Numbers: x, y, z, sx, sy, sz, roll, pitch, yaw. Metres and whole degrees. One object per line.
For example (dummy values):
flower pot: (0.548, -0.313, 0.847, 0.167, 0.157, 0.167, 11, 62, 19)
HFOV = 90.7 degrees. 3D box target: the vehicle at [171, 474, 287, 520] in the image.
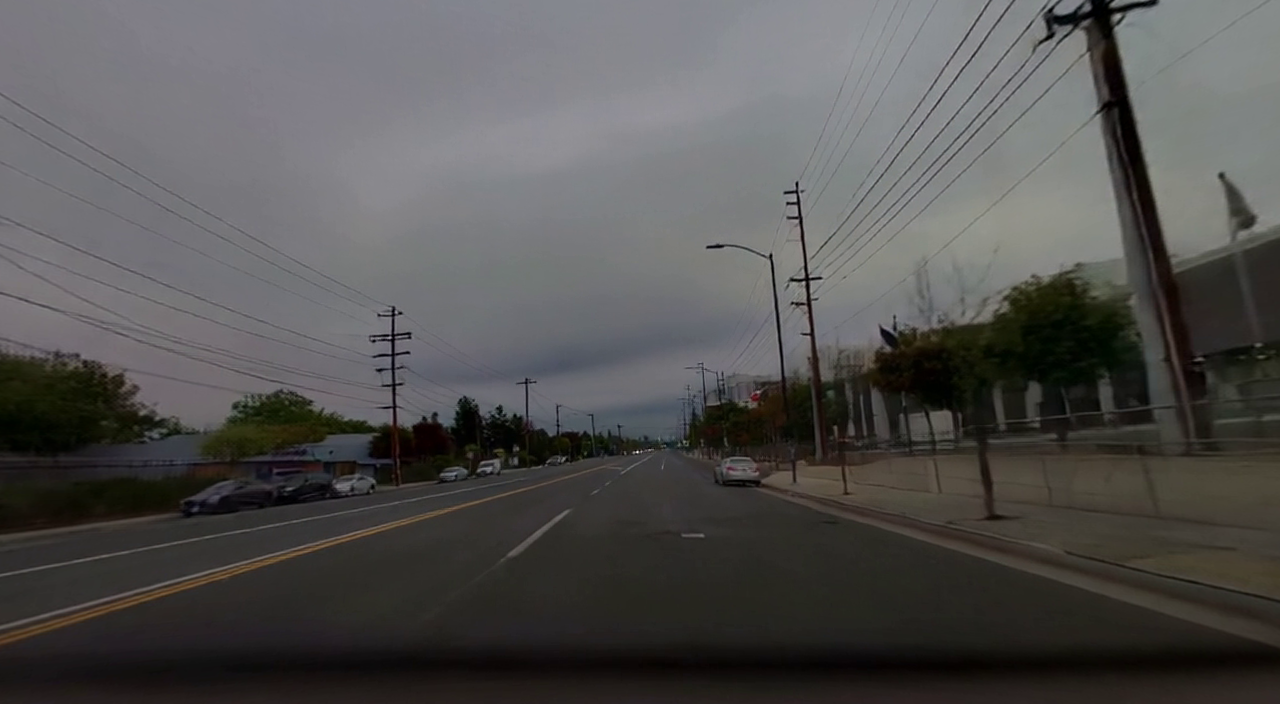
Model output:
vehicle: (-17.408, 6.138, 27.124, 1.892, 1.515, 4.622, -6, -11, 0)

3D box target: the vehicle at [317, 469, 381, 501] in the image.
vehicle: (-17.379, 7.912, 37.996, 1.852, 1.551, 4.276, -6, -10, -1)

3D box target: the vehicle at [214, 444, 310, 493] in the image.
vehicle: (-24.789, 7.672, 41.717, 4.857, 2.616, 2.616, -3, -10, -16)

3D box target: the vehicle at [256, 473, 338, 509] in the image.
vehicle: (-17.437, 7.031, 32.398, 1.845, 1.450, 4.457, -6, -10, -1)

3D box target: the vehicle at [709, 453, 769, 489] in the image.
vehicle: (4.459, 5.403, 29.111, 2.002, 1.459, 4.357, 0, -9, 0)
